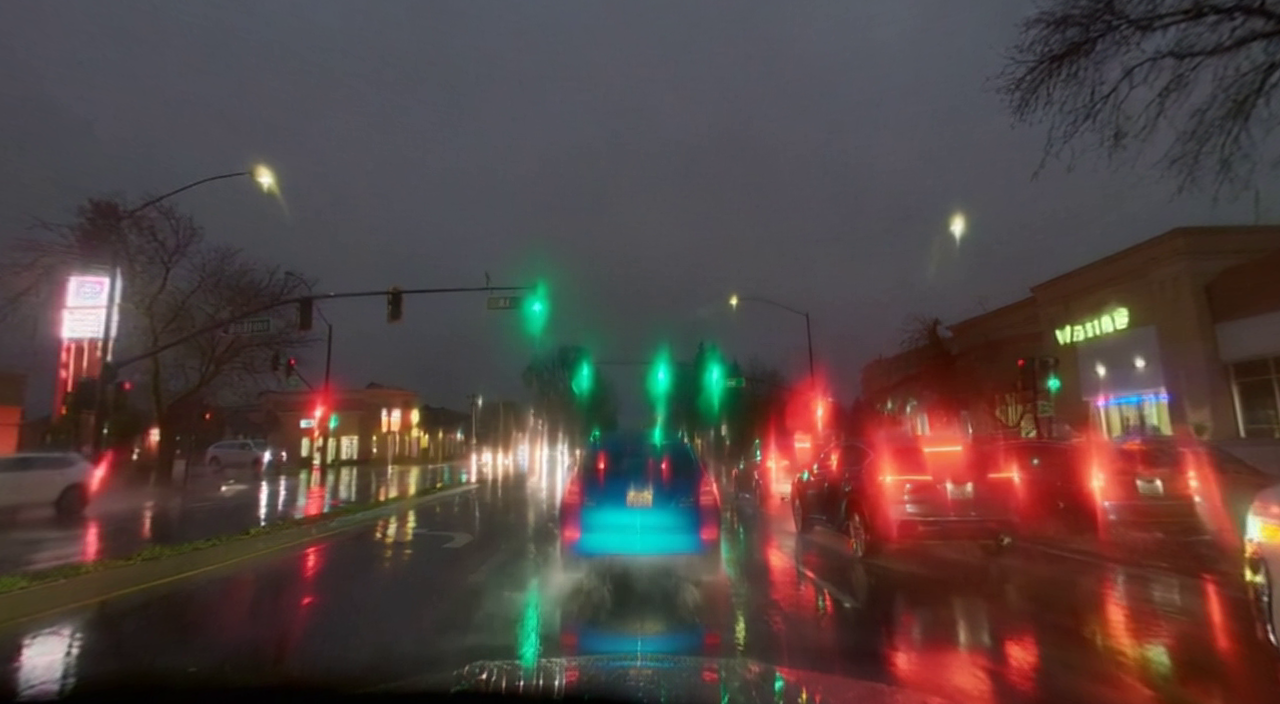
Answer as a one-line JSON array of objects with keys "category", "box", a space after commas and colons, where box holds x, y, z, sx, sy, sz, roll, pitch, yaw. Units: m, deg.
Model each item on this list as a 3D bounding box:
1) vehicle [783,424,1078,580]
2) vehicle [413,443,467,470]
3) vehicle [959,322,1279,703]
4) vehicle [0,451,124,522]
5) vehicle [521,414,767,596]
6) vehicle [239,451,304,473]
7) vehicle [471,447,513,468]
[{"category": "vehicle", "box": [3.321, 1.782, 8.323, 1.865, 1.496, 4.170, 0, -9, 0]}, {"category": "vehicle", "box": [-15.080, 7.900, 48.037, 2.395, 1.903, 4.860, -1, -9, 1]}, {"category": "vehicle", "box": [2.978, 0.693, 1.571, 2.075, 1.661, 4.401, 0, -9, 1]}, {"category": "vehicle", "box": [-15.784, 3.254, 15.440, 2.269, 1.604, 4.265, -2, -9, 13]}, {"category": "vehicle", "box": [0.011, 1.632, 7.502, 2.154, 1.577, 3.723, 0, -9, -1]}, {"category": "vehicle", "box": [-28.588, 8.537, 49.174, 4.205, 1.541, 1.780, 4, -10, -28]}, {"category": "vehicle", "box": [-11.256, 8.007, 48.240, 2.099, 1.478, 4.411, 0, -9, 0]}]
